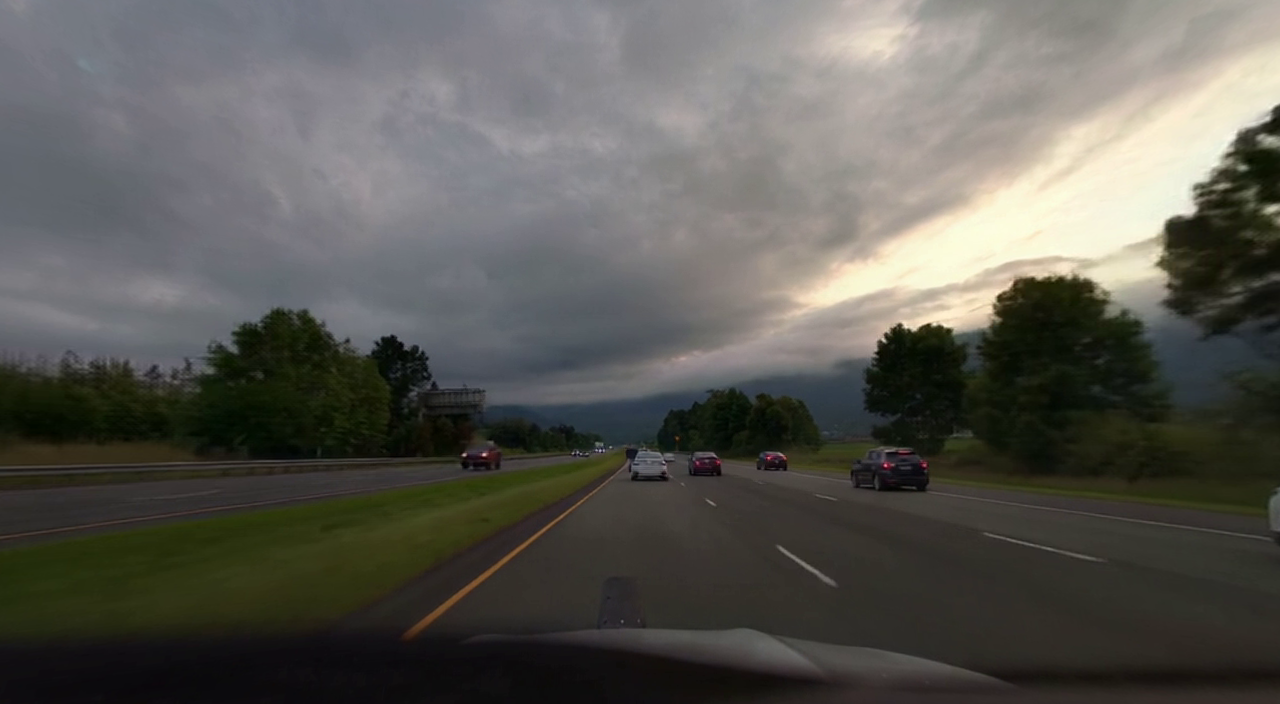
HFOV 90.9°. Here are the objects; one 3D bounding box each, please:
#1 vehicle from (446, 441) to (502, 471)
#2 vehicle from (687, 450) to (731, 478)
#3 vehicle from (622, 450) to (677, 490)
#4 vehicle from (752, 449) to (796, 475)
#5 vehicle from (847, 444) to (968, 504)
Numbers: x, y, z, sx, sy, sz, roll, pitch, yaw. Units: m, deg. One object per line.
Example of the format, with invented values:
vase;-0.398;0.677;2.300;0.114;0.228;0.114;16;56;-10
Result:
vehicle;-9.404;5.947;36.124;2.037;1.589;4.257;0;-9;0
vehicle;3.963;6.502;36.834;1.981;1.518;4.029;0;-9;-1
vehicle;0.366;4.652;25.109;2.020;1.426;3.702;0;-9;0
vehicle;8.640;7.136;40.961;1.957;1.594;3.632;0;-9;-1
vehicle;7.689;3.507;18.556;1.847;1.554;3.752;0;-9;-1
